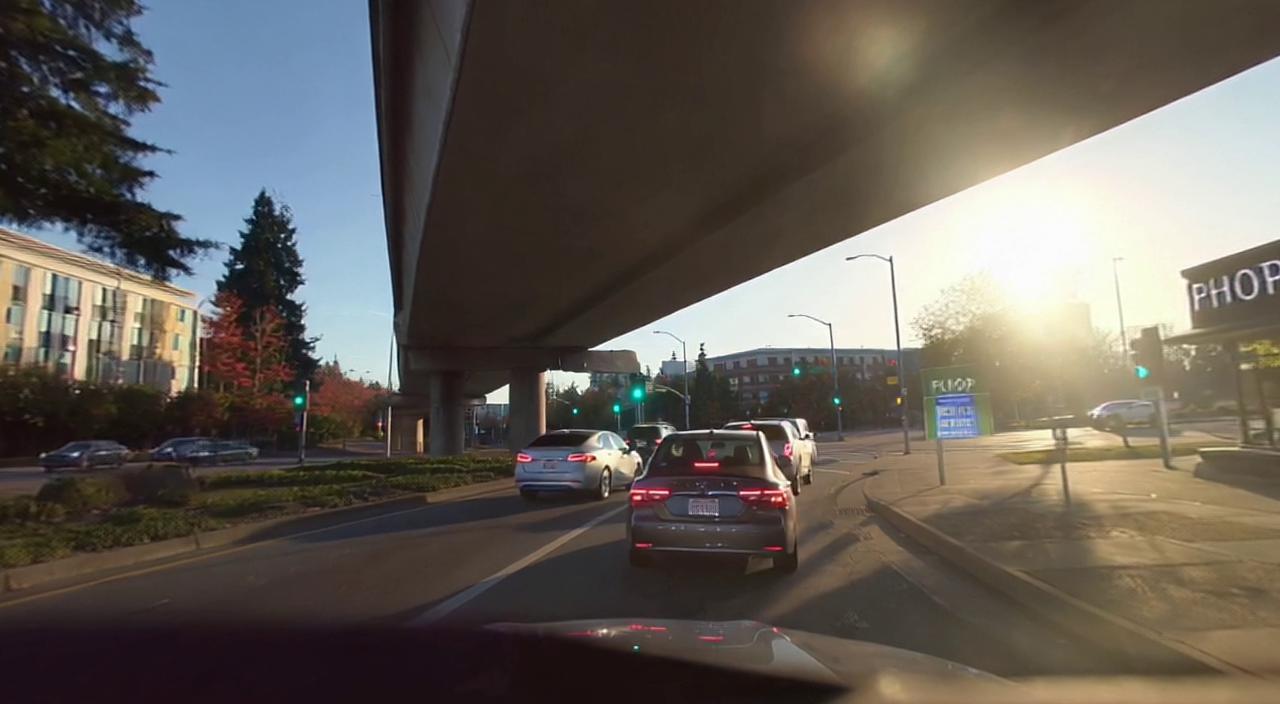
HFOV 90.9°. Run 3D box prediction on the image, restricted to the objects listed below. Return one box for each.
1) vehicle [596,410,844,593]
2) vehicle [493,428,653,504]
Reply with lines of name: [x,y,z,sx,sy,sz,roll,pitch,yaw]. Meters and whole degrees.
vehicle: [1.044,1.637,7.839,2.195,1.571,4.353,-2,-8,10]
vehicle: [-1.356,2.655,15.187,2.214,1.519,4.704,-3,-9,15]
